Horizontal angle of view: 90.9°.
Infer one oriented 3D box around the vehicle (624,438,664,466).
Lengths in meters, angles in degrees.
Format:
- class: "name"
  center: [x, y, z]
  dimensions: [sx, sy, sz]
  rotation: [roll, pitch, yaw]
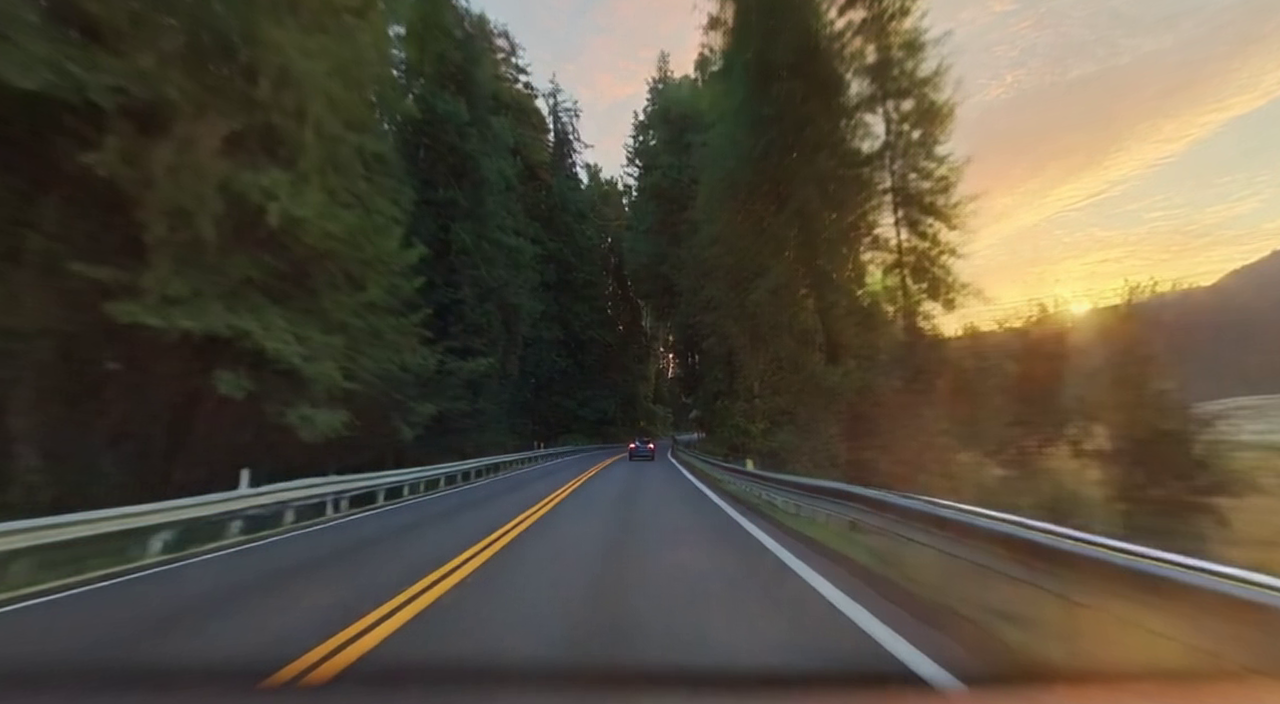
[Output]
- class: "vehicle"
  center: [0.241, 5.733, 36.446]
  dimensions: [2.120, 1.491, 4.349]
  rotation: [0, -8, 1]
